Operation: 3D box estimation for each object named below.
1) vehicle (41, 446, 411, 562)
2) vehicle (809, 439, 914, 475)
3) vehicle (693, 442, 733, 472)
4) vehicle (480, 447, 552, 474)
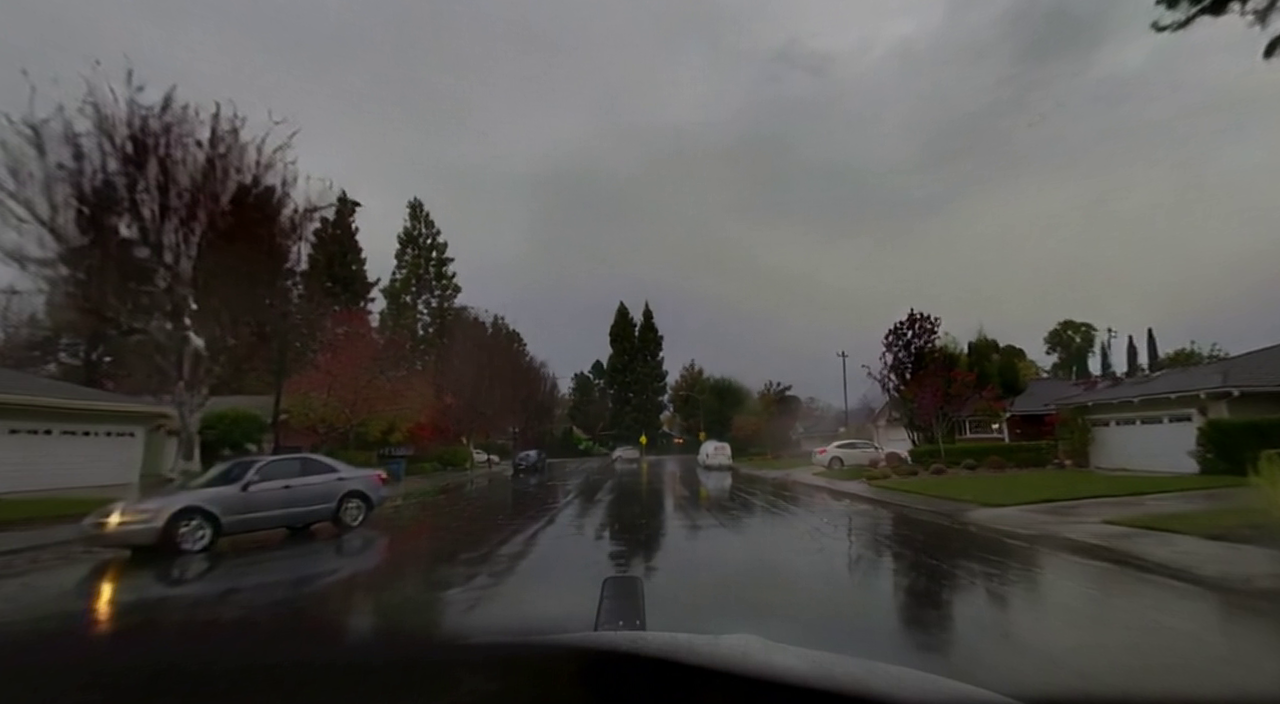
[{"bbox_3d":[-6.592,2.388,10.713,4.750,1.559,1.928,5,-10,-30],"label":"vehicle"},{"bbox_3d":[11.568,5.517,33.279,4.733,1.843,2.005,0,-9,2],"label":"vehicle"},{"bbox_3d":[4.838,7.006,42.384,2.051,1.925,4.625,0,-9,-1],"label":"vehicle"},{"bbox_3d":[-8.842,7.699,45.102,4.620,1.695,2.004,5,-11,-38],"label":"vehicle"}]
